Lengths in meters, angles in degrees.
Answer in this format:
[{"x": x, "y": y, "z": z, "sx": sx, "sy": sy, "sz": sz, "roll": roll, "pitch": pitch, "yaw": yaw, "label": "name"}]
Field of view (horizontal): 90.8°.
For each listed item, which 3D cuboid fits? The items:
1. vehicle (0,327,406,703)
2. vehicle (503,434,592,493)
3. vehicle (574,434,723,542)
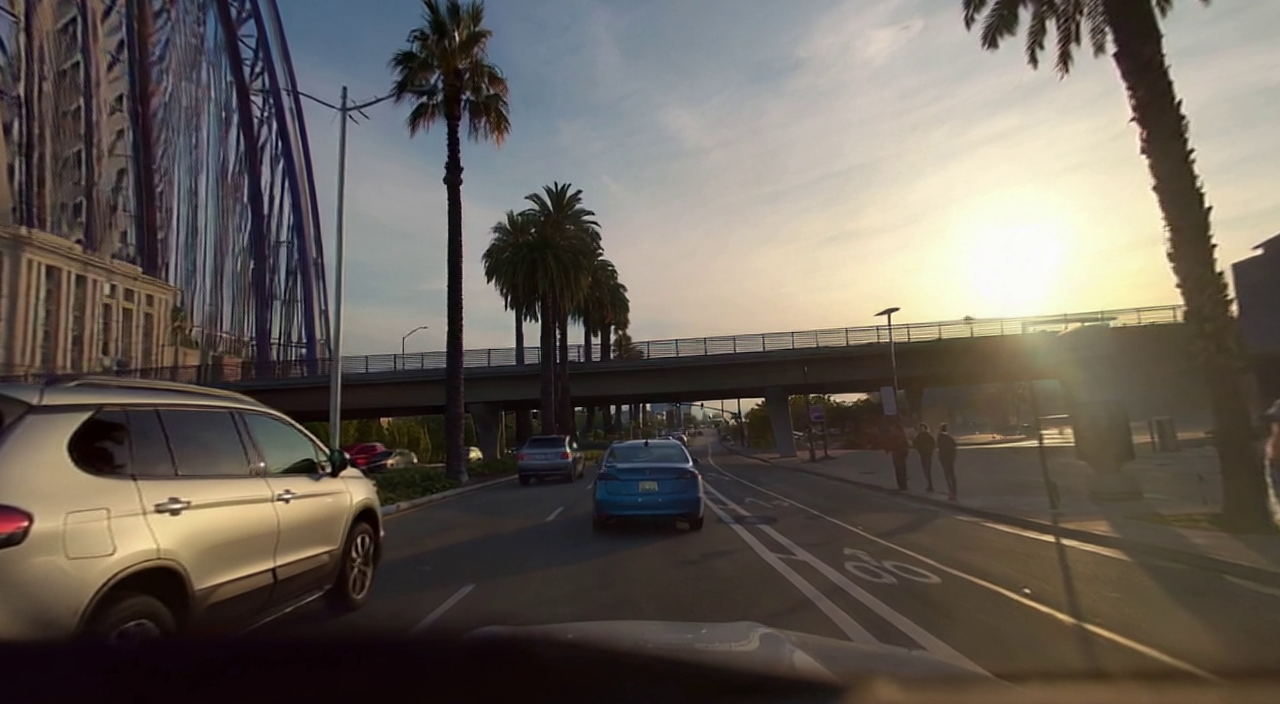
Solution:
[{"x": -3.208, "y": 0.985, "z": 3.498, "sx": 2.014, "sy": 1.740, "sz": 4.359, "roll": 0, "pitch": -8, "yaw": 2, "label": "vehicle"}, {"x": -2.777, "y": 3.439, "z": 19.887, "sx": 1.955, "sy": 1.637, "sz": 4.032, "roll": -1, "pitch": -8, "yaw": 3, "label": "vehicle"}, {"x": 0.100, "y": 2.174, "z": 10.787, "sx": 2.036, "sy": 1.461, "sz": 4.129, "roll": 0, "pitch": -8, "yaw": 0, "label": "vehicle"}]
